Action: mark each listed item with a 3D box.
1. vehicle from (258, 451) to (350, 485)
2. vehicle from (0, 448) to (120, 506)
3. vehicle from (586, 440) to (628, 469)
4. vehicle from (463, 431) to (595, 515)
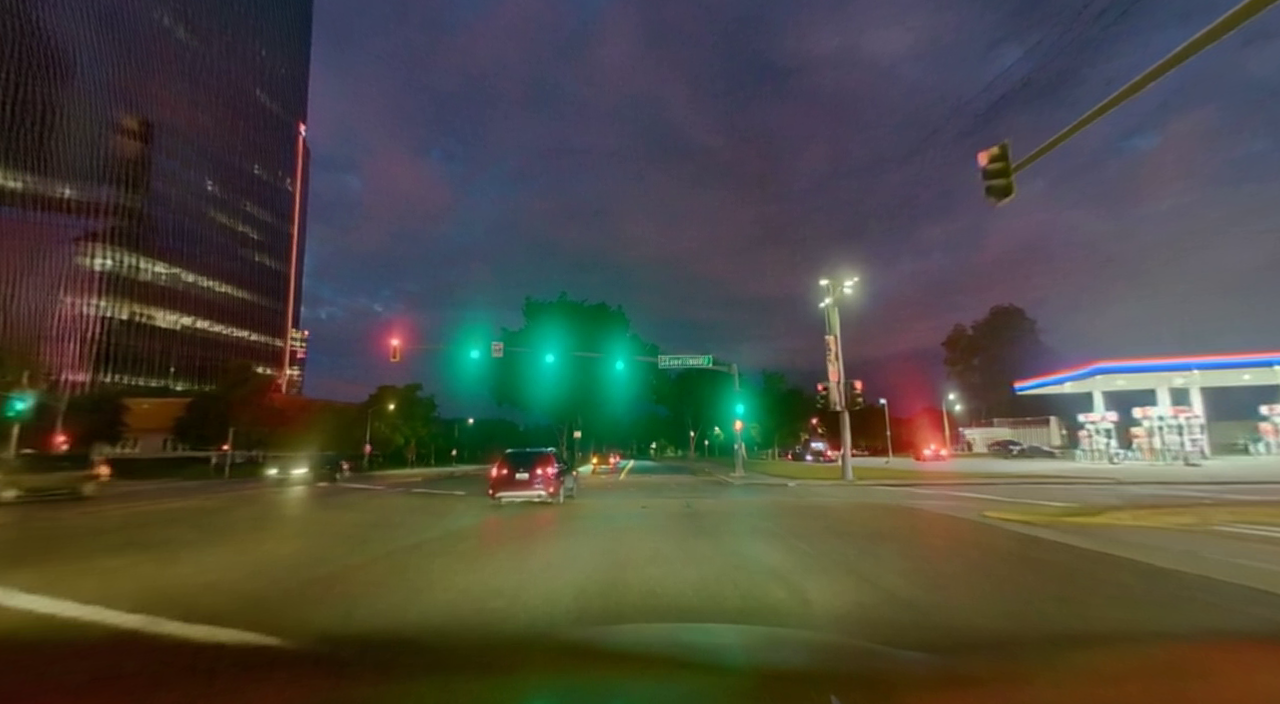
[{"bbox_3d":[-17.043,5.887,32.253,2.143,1.488,4.382,0,-8,3],"label":"vehicle"},{"bbox_3d":[-20.371,4.048,20.812,2.016,1.697,4.963,0,-8,2],"label":"vehicle"},{"bbox_3d":[-2.416,7.779,48.223,2.602,2.091,6.347,0,-8,2],"label":"vehicle"},{"bbox_3d":[-2.471,2.833,15.389,2.183,1.731,4.338,0,-8,4],"label":"vehicle"}]
